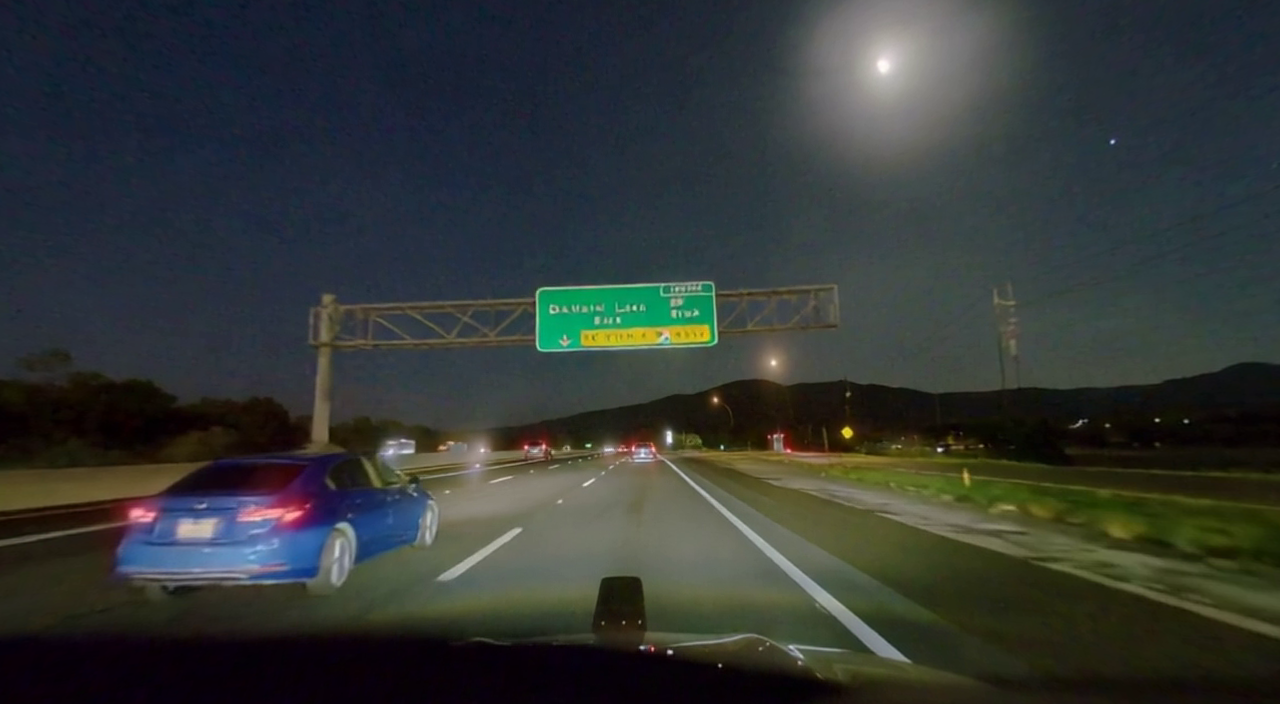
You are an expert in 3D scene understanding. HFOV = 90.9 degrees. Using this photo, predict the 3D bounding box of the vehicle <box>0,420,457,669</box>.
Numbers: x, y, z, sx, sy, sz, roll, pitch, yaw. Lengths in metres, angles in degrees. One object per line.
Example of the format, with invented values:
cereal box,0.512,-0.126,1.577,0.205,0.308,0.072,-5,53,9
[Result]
vehicle,-3.572,1.553,6.373,1.967,1.517,4.808,0,-8,1

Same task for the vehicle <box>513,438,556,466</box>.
vehicle,-7.182,6.891,43.532,2.091,1.775,4.601,0,-8,1

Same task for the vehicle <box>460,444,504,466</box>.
vehicle,-11.121,7.254,44.666,1.938,1.480,4.329,0,-8,1

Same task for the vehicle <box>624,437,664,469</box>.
vehicle,0.200,5.900,36.904,2.194,1.737,4.127,0,-8,-1
